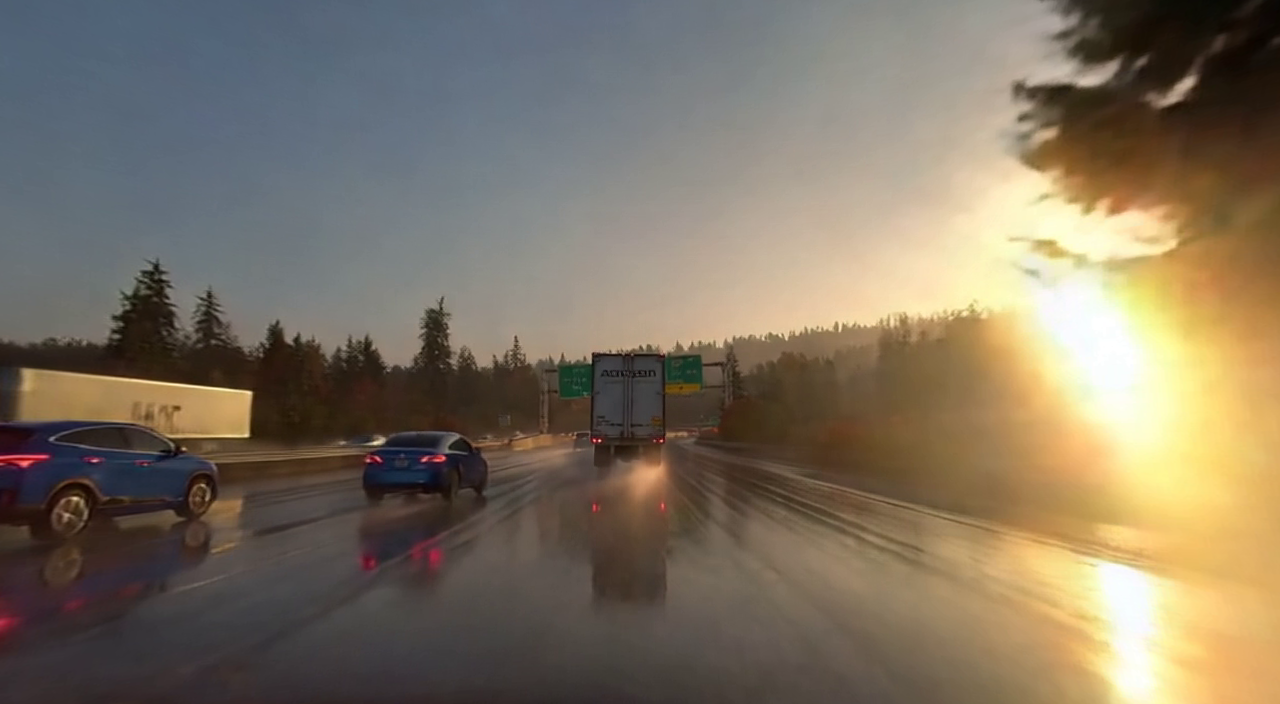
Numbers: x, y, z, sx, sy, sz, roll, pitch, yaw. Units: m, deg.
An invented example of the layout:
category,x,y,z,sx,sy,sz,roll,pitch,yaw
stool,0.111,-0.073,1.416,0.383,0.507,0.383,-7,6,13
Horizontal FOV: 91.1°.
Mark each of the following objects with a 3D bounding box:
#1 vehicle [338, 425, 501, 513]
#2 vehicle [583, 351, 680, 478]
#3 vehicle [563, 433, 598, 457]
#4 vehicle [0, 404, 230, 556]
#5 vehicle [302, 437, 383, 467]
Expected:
category,x,y,z,sx,sy,sz,roll,pitch,yaw
vehicle,-4.218,2.269,12.777,1.933,1.492,3.838,0,-8,0
vehicle,-0.354,2.725,25.760,3.118,4.106,10.719,0,-8,-1
vehicle,-4.274,6.761,45.912,2.104,1.653,4.302,0,-8,0
vehicle,-8.074,1.663,8.746,1.990,1.654,4.129,0,-8,-1
vehicle,-16.426,5.536,35.039,2.124,1.515,4.967,0,-8,0
